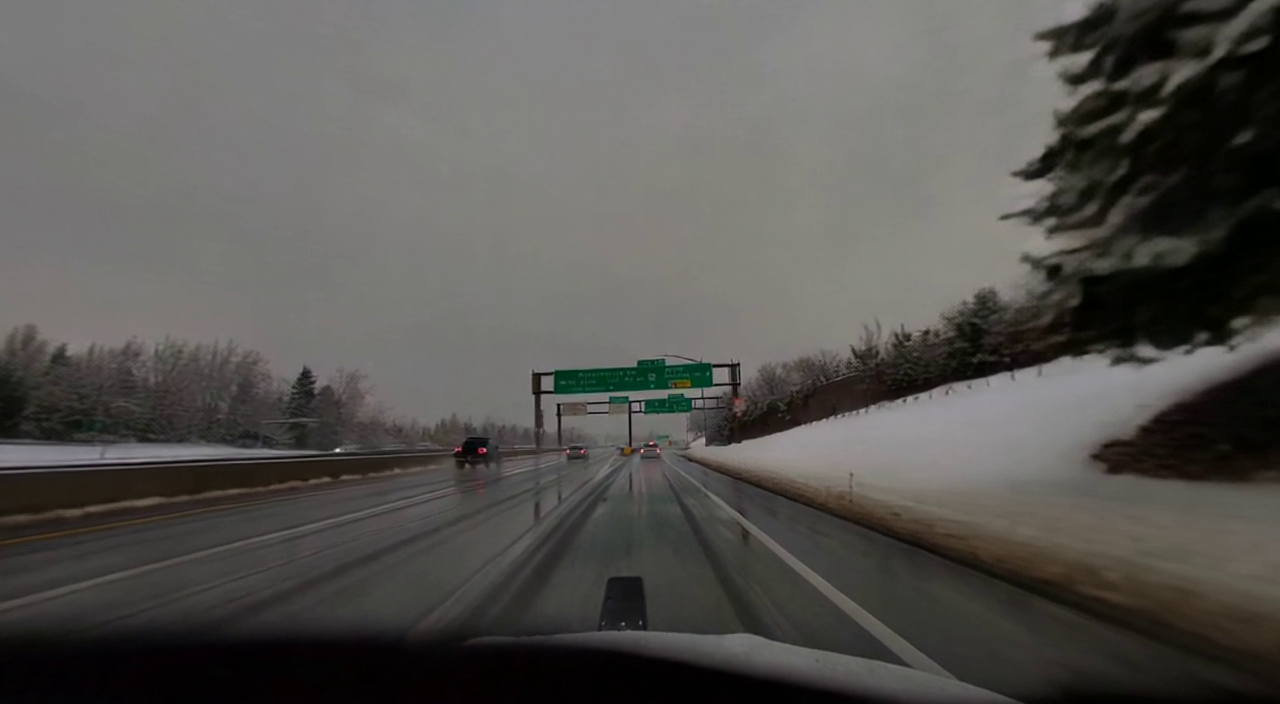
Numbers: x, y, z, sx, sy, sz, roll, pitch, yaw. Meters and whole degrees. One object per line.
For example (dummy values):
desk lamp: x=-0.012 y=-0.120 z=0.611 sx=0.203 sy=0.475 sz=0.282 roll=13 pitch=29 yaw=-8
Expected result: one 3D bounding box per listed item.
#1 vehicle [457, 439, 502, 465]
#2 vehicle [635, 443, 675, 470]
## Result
vehicle: x=-12.138 y=7.571 z=48.037 sx=2.246 sy=1.812 sz=4.740 roll=0 pitch=-8 yaw=-1
vehicle: x=0.838 y=6.029 z=36.578 sx=2.137 sy=1.461 sz=3.999 roll=-1 pitch=-8 yaw=1
